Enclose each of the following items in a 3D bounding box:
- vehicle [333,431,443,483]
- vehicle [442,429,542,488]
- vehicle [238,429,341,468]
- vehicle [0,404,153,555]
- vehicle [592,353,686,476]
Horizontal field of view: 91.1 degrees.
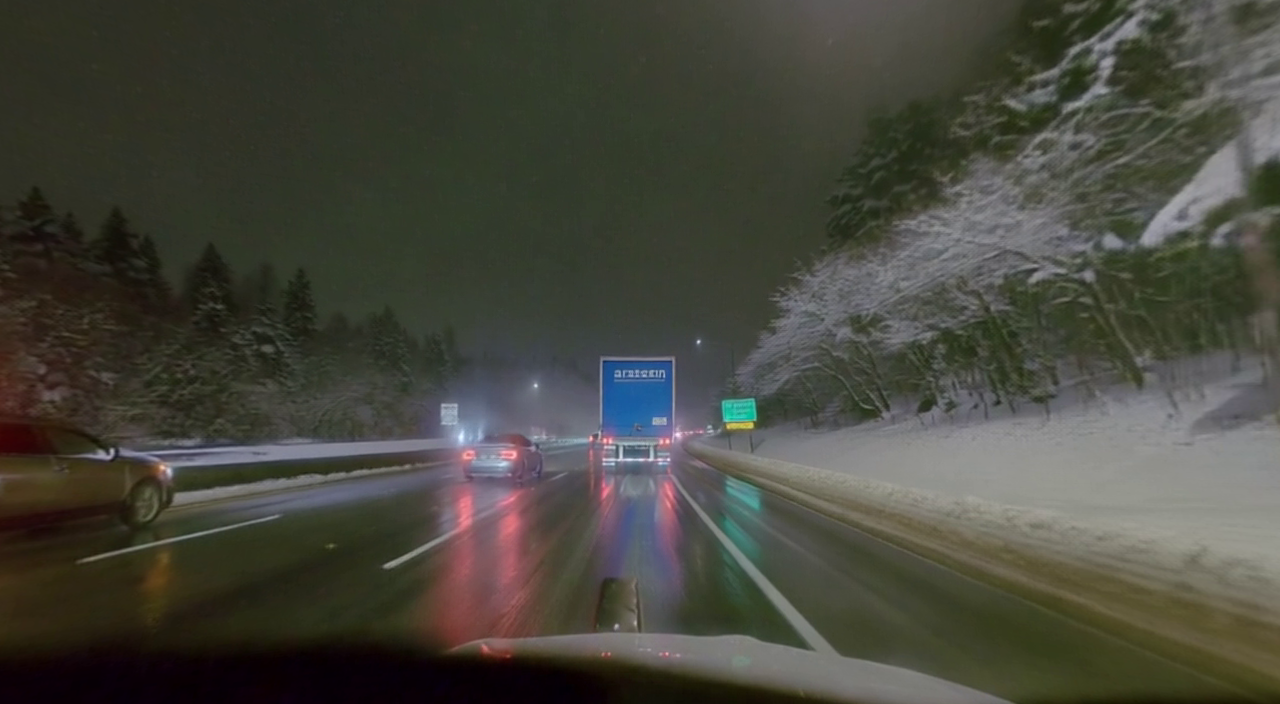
[{"bbox_3d":[-8.084,3.375,20.611,1.943,1.500,4.011,0,-8,-1],"label":"vehicle"},{"bbox_3d":[-4.097,2.993,18.113,1.933,1.492,3.838,0,-8,0],"label":"vehicle"},{"bbox_3d":[-16.236,4.501,29.490,1.985,1.617,4.870,-2,-8,1],"label":"vehicle"},{"bbox_3d":[-8.081,1.426,7.038,1.990,1.654,4.129,0,-8,-1],"label":"vehicle"},{"bbox_3d":[-0.176,2.789,26.404,3.118,4.106,10.719,0,-8,-2],"label":"vehicle"}]
